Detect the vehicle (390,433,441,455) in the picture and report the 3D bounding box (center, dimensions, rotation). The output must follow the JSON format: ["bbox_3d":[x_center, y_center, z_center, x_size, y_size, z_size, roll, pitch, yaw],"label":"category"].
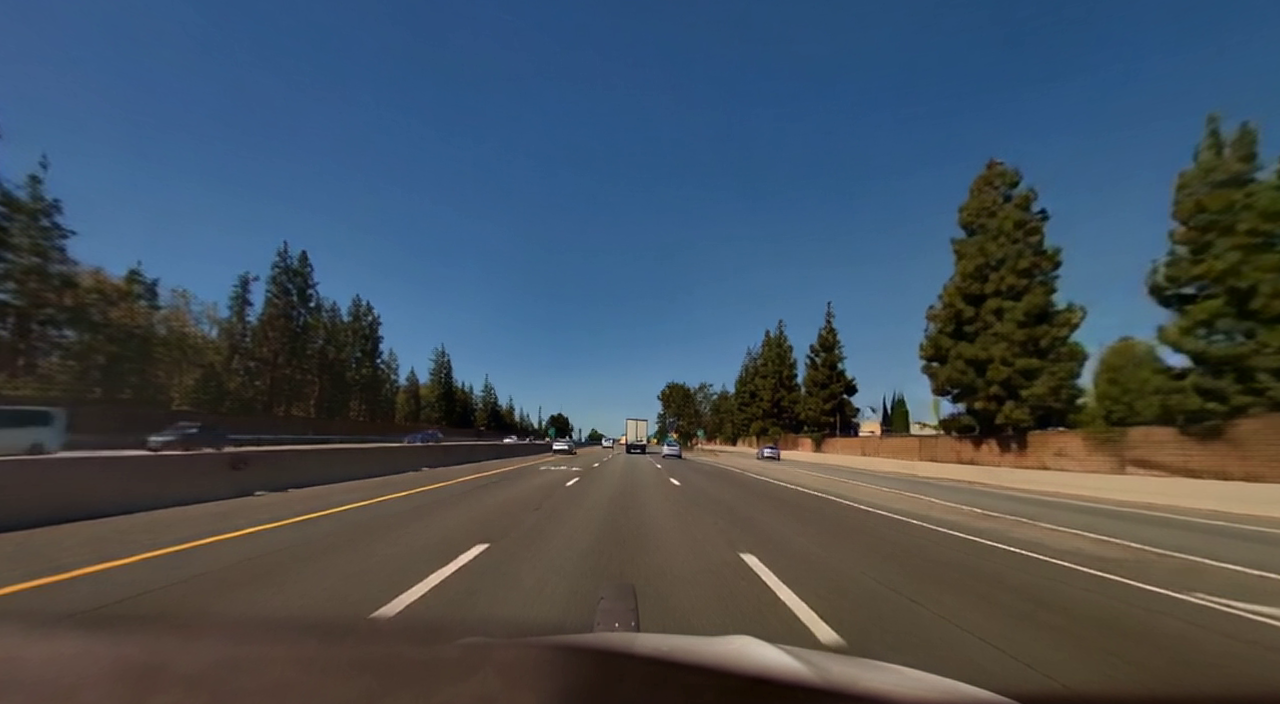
[{"bbox_3d":[-15.977,6.556,45.246,1.982,1.473,4.656,1,-8,0],"label":"vehicle"}]

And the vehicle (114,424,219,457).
[{"bbox_3d":[-22.892,4.298,30.804,1.811,1.489,4.295,1,-8,-1],"label":"vehicle"}]
